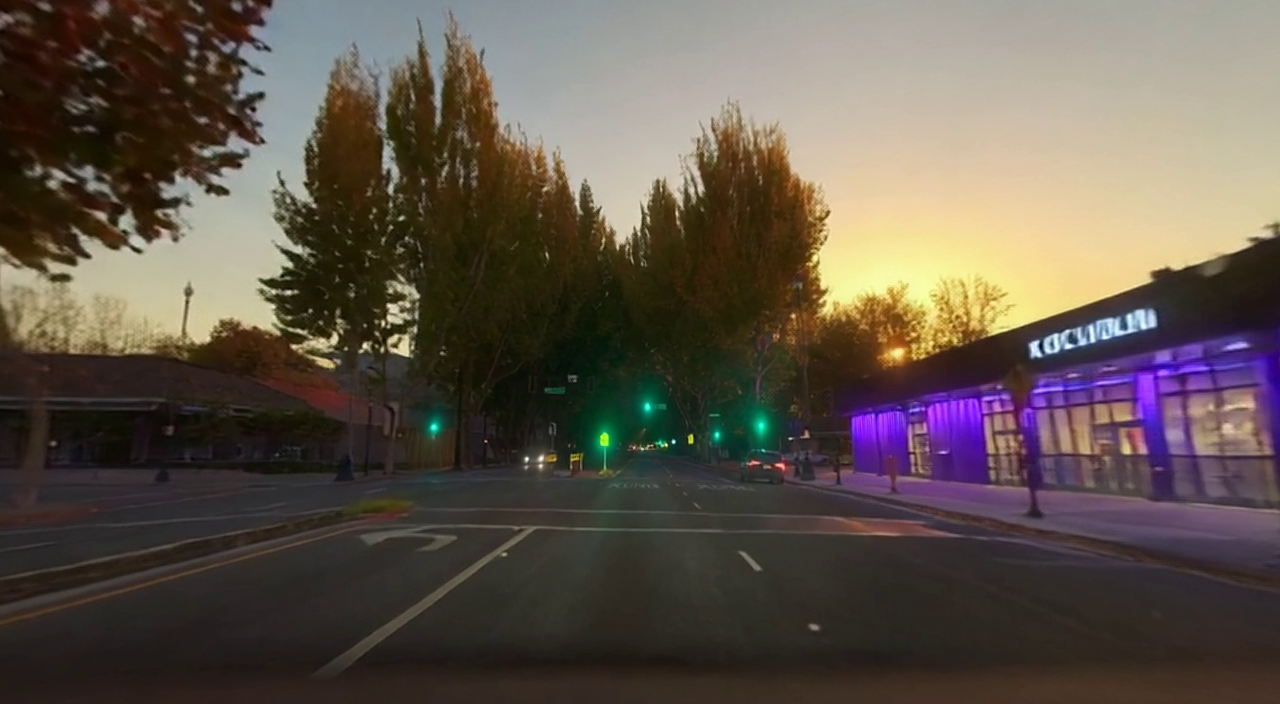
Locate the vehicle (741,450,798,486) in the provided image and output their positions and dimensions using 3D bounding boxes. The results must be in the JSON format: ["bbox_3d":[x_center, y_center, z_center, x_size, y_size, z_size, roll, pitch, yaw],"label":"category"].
[{"bbox_3d":[6.267,5.651,30.979,1.906,1.523,4.336,2,-9,0],"label":"vehicle"}]
